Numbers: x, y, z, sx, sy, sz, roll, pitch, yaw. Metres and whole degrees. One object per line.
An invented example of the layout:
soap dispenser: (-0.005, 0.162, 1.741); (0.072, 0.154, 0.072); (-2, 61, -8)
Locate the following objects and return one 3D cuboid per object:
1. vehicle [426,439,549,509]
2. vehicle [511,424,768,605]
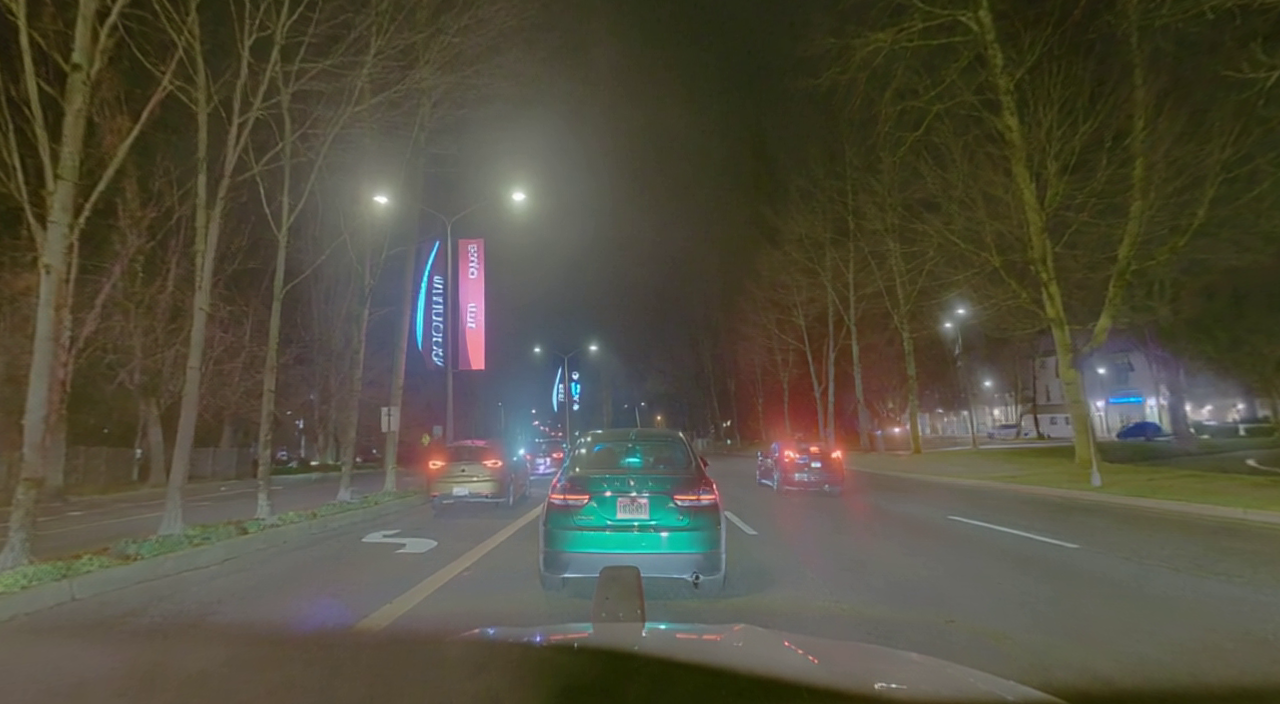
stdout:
vehicle: (-3.493, 2.864, 15.402); (1.952, 1.431, 4.383); (0, -8, -1)
vehicle: (-0.056, 1.639, 7.293); (2.126, 1.475, 3.967); (0, -8, -2)
